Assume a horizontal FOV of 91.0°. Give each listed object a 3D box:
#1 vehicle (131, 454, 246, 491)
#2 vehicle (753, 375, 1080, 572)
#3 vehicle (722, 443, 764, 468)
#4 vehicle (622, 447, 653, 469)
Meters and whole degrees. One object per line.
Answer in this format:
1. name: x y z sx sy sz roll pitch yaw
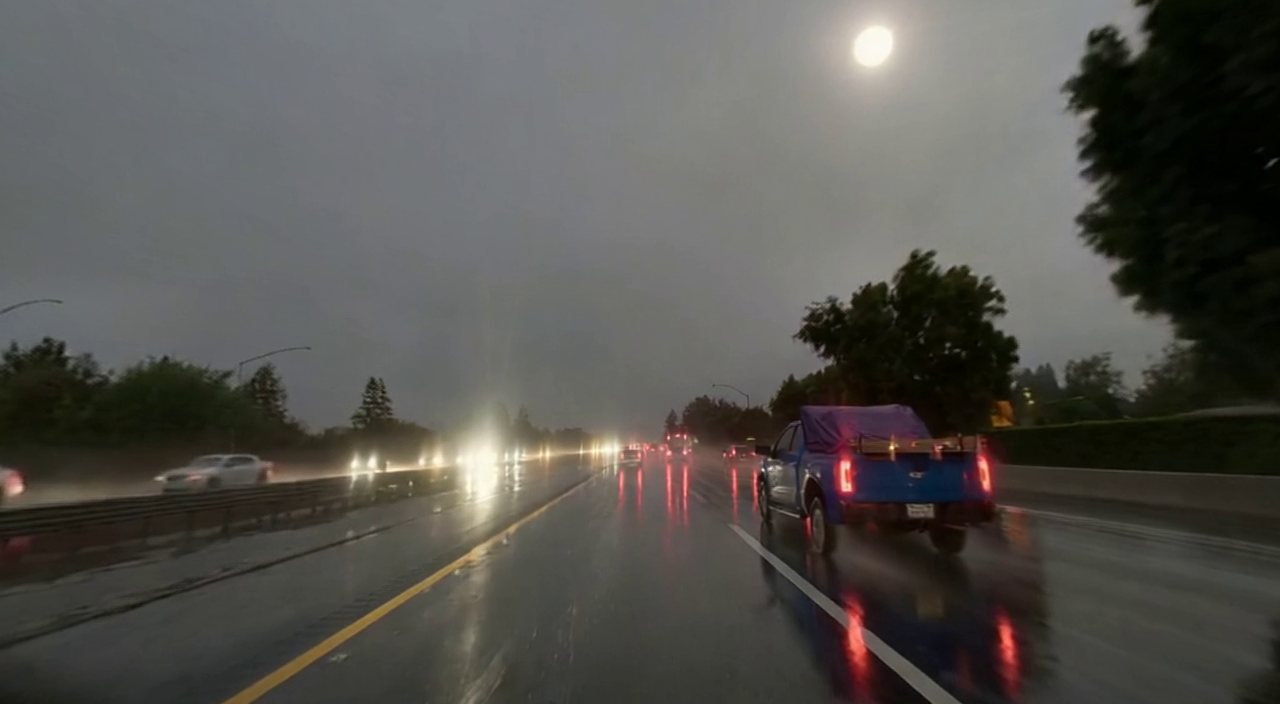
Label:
1. vehicle: -21.262 5.666 29.933 1.884 1.533 4.698 0 -9 1
2. vehicle: 3.432 1.703 9.524 2.354 2.079 5.586 0 -9 0
3. vehicle: 7.209 7.299 44.567 2.189 1.704 4.521 0 -9 0
4. vehicle: -0.118 7.228 43.152 2.030 1.473 3.926 0 -9 0
